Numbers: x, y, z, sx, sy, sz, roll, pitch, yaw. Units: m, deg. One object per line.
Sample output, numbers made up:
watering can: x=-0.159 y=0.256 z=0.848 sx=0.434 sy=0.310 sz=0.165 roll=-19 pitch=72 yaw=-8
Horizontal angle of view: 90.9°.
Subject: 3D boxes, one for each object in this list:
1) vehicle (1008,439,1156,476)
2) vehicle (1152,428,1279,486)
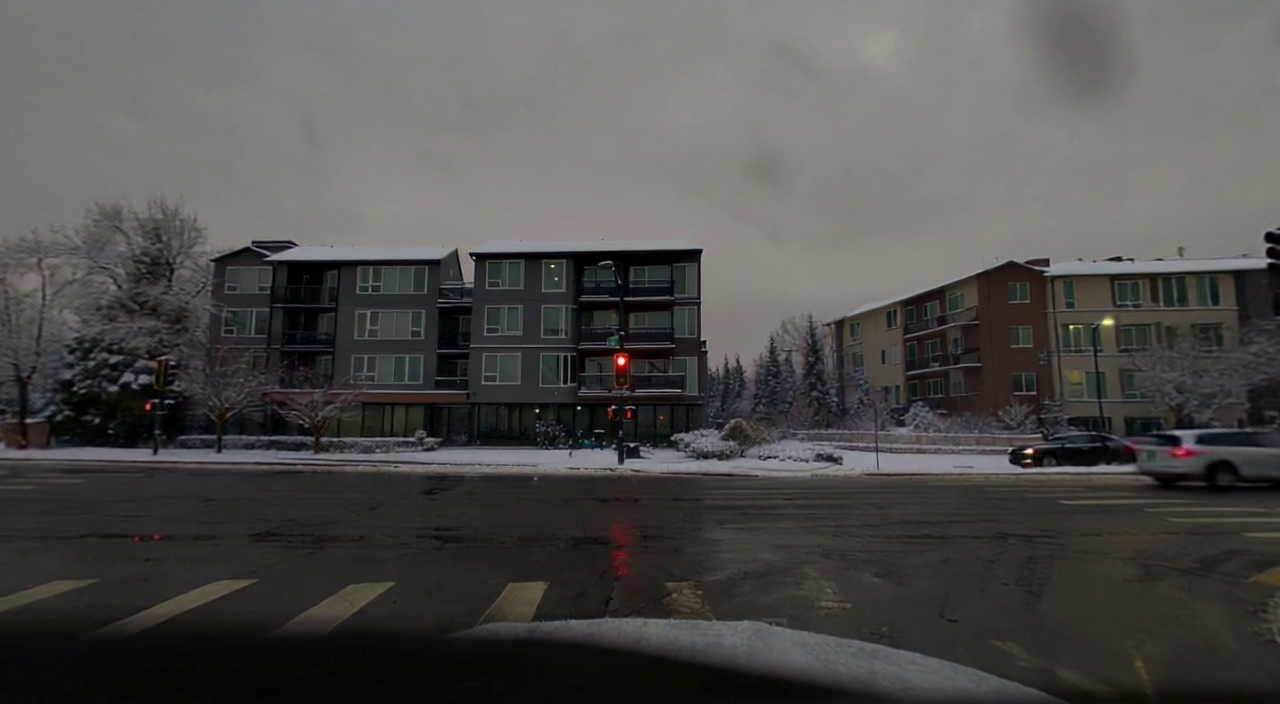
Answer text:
vehicle: x=18.596 y=4.459 z=26.688 sx=4.823 sy=1.458 sz=1.914 roll=0 pitch=-9 yaw=-1
vehicle: x=20.313 y=3.450 z=20.800 sx=4.980 sy=1.792 sz=2.042 roll=0 pitch=-9 yaw=1
